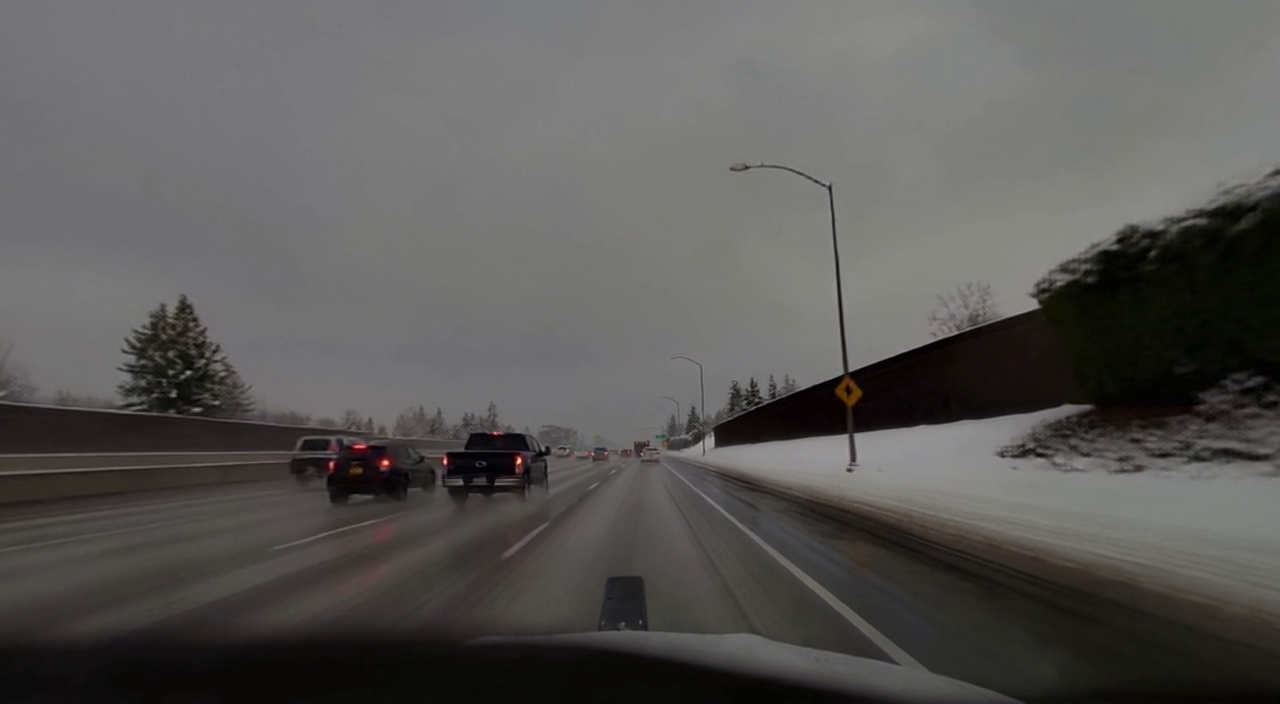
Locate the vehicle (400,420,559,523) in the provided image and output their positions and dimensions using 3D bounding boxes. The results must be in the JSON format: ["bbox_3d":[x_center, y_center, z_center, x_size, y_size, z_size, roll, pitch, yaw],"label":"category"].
[{"bbox_3d":[-3.151,2.472,13.643,2.124,1.787,4.830,-1,-8,1],"label":"vehicle"}]

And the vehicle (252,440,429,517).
[{"bbox_3d":[-6.546,2.773,14.444,1.887,1.475,4.316,-1,-8,1],"label":"vehicle"}]

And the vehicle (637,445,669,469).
[{"bbox_3d":[0.878,7.103,42.912,2.073,1.480,4.343,-1,-8,1],"label":"vehicle"}]
